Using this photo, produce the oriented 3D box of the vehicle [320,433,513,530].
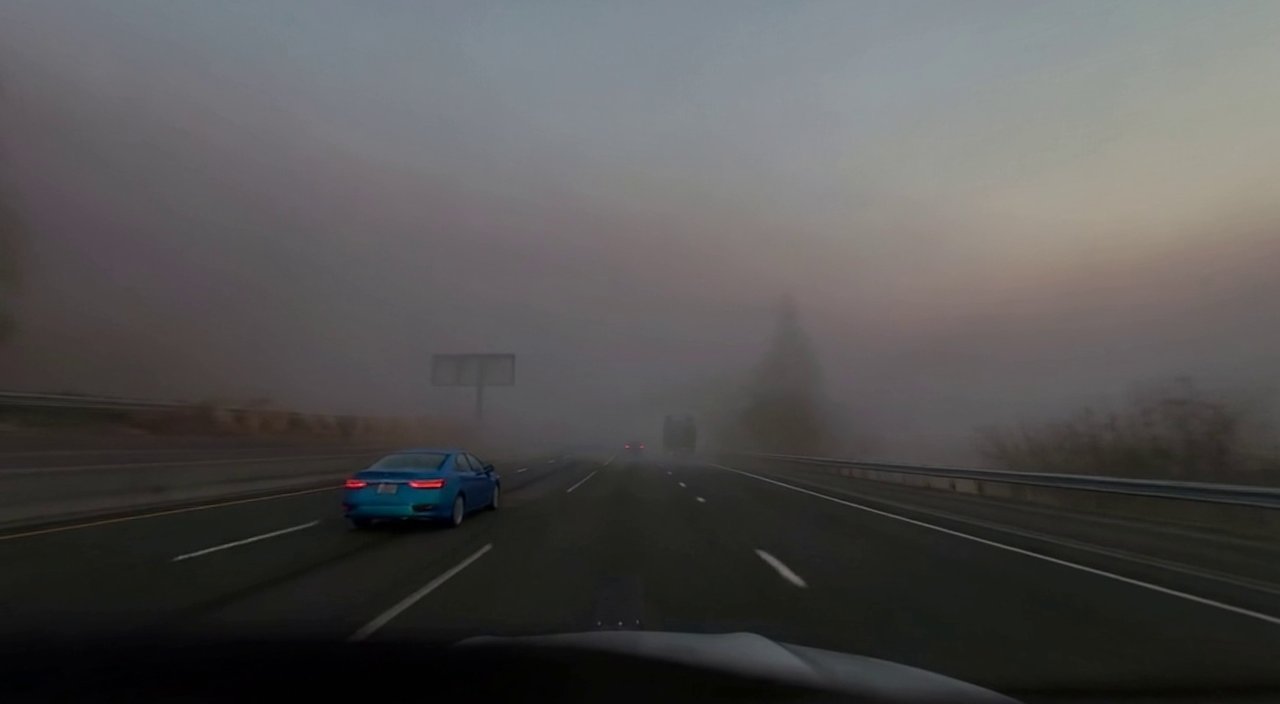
[{"bbox_3d":[-3.930,2.354,12.052,2.090,1.487,4.276,0,-9,0],"label":"vehicle"}]
